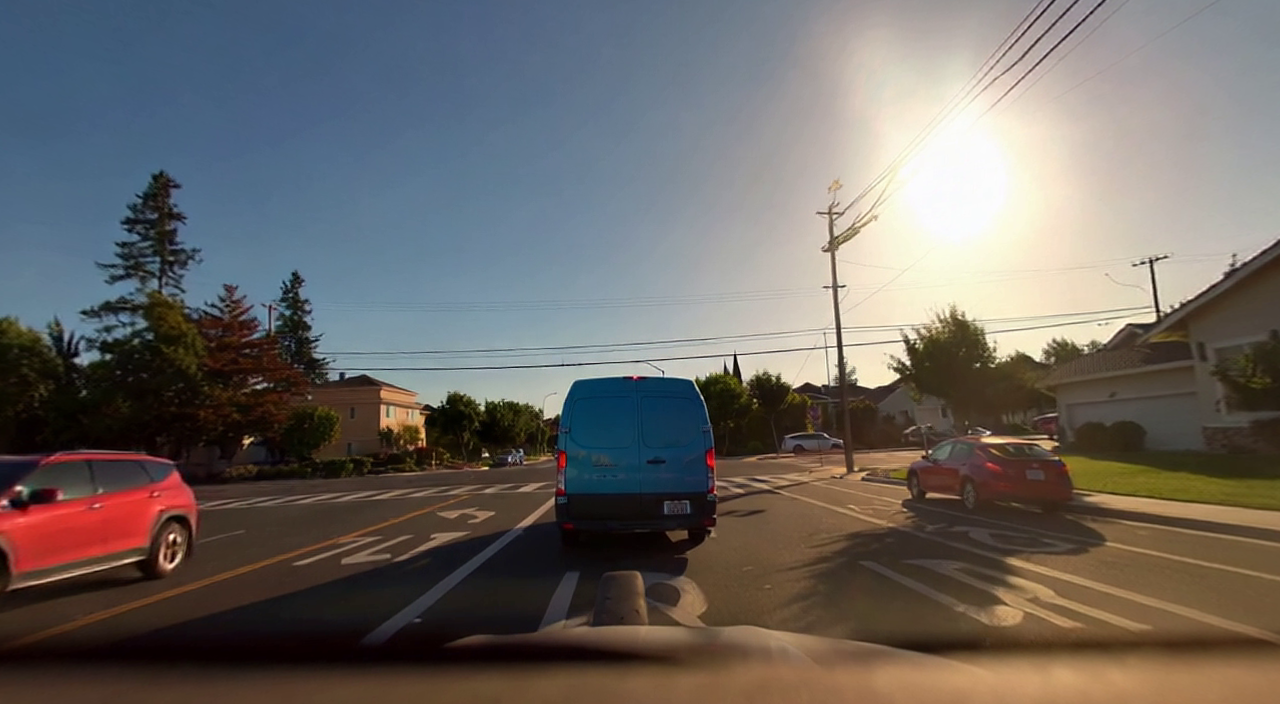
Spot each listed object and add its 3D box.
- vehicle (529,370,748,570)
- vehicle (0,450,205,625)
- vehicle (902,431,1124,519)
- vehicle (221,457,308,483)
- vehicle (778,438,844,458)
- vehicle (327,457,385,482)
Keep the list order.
[{"bbox_3d":[-0.094,1.616,9.289,2.342,2.142,4.809,0,-9,-2],"label":"vehicle"},{"bbox_3d":[-7.415,1.980,7.088,1.997,1.724,4.417,0,-9,-2],"label":"vehicle"},{"bbox_3d":[7.350,2.444,13.074,1.883,1.504,4.220,0,-9,-2],"label":"vehicle"},{"bbox_3d":[-27.249,8.552,45.961,4.972,1.776,2.057,0,-9,-1],"label":"vehicle"},{"bbox_3d":[12.964,7.304,48.144,4.483,1.463,1.805,0,-9,-1],"label":"vehicle"},{"bbox_3d":[-18.333,7.616,41.035,1.816,1.445,4.120,0,-9,0],"label":"vehicle"}]
